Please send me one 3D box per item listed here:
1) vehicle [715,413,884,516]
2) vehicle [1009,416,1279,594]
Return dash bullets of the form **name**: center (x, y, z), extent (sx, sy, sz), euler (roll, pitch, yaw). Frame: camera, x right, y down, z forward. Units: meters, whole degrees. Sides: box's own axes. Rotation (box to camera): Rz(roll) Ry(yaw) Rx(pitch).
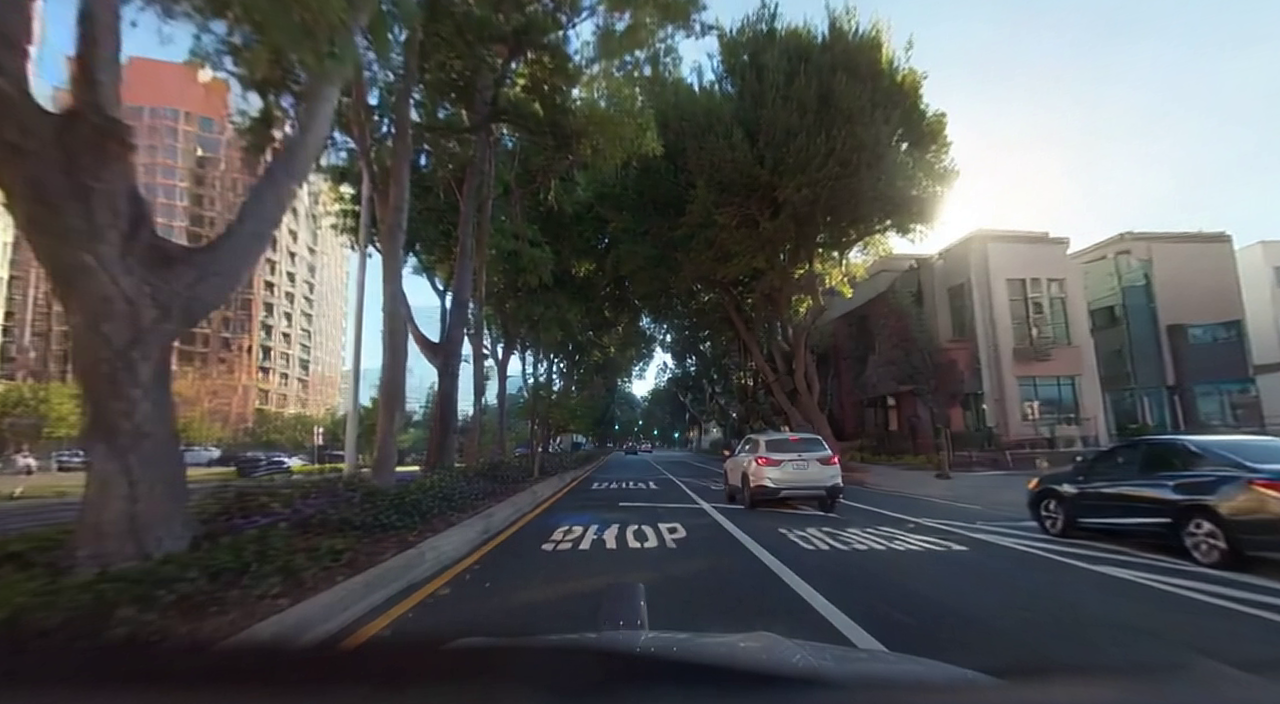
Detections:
- **vehicle**: center (3.399, 2.566, 14.876), extent (2.505, 1.971, 5.162), euler (0, -9, -1)
- **vehicle**: center (6.847, 1.658, 7.712), extent (2.088, 1.524, 5.085), euler (-1, -9, 6)
